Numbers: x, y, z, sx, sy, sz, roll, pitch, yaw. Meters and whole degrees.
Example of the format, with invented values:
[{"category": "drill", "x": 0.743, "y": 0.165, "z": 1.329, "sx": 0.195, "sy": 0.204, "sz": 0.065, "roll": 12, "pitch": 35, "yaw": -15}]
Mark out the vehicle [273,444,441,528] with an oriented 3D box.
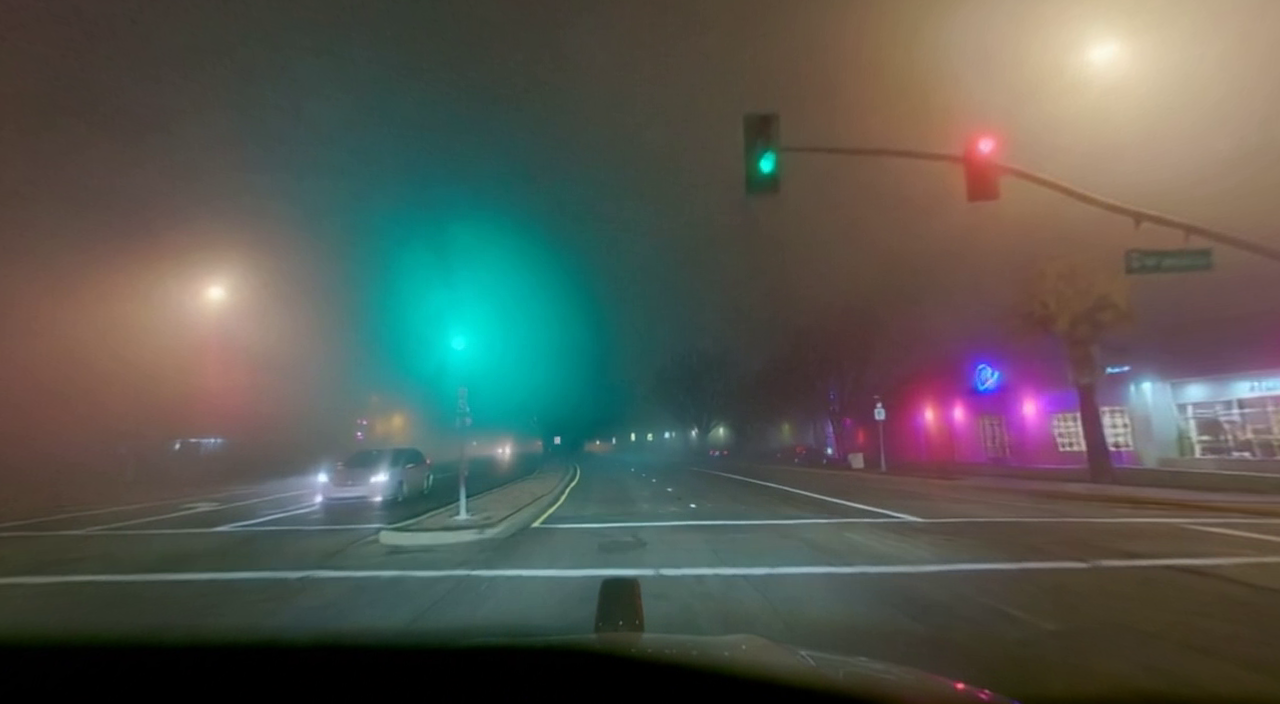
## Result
[{"category": "vehicle", "x": -5.782, "y": 2.726, "z": 13.588, "sx": 1.894, "sy": 1.474, "sz": 4.332, "roll": 0, "pitch": -8, "yaw": -4}]
